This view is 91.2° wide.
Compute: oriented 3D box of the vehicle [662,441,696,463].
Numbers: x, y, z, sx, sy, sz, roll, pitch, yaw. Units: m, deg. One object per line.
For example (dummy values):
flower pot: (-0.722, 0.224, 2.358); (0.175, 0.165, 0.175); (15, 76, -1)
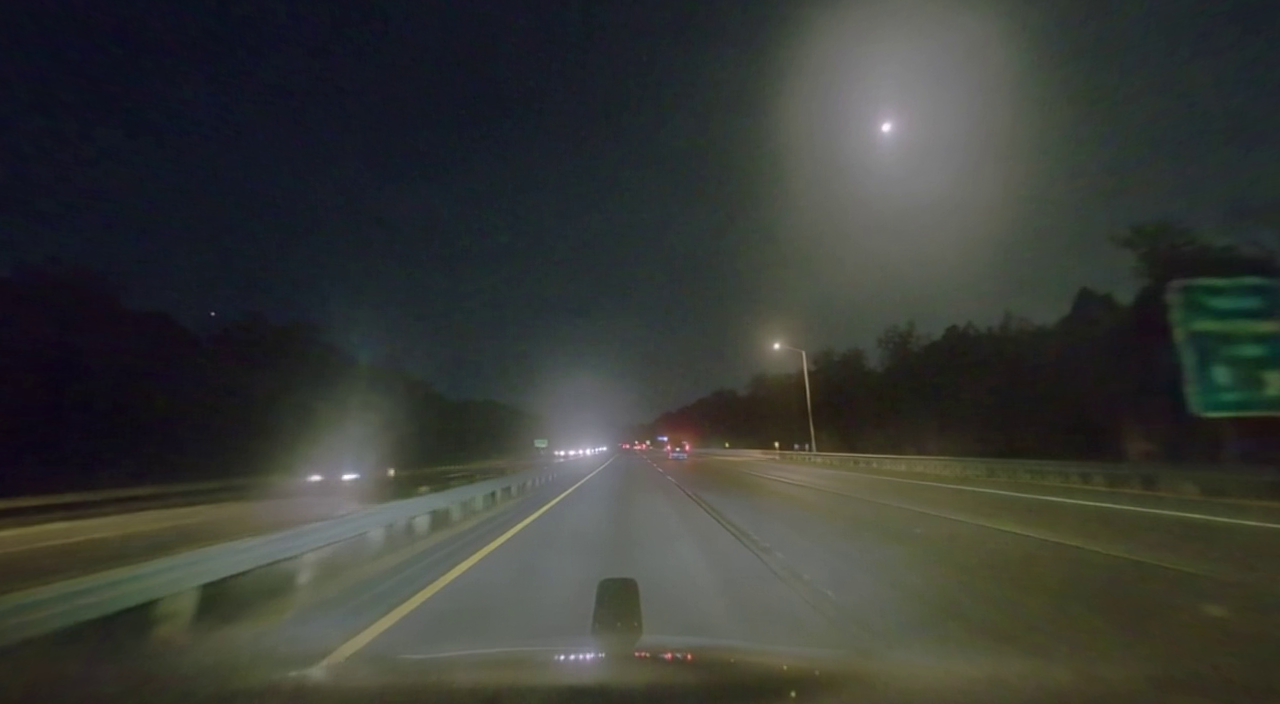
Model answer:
vehicle: (3.103, 7.826, 49.021); (1.972, 1.614, 4.025); (-2, -8, 13)

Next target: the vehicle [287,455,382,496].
vehicle: (-13.343, 5.382, 27.693); (1.919, 1.555, 4.368); (-1, -9, 1)
